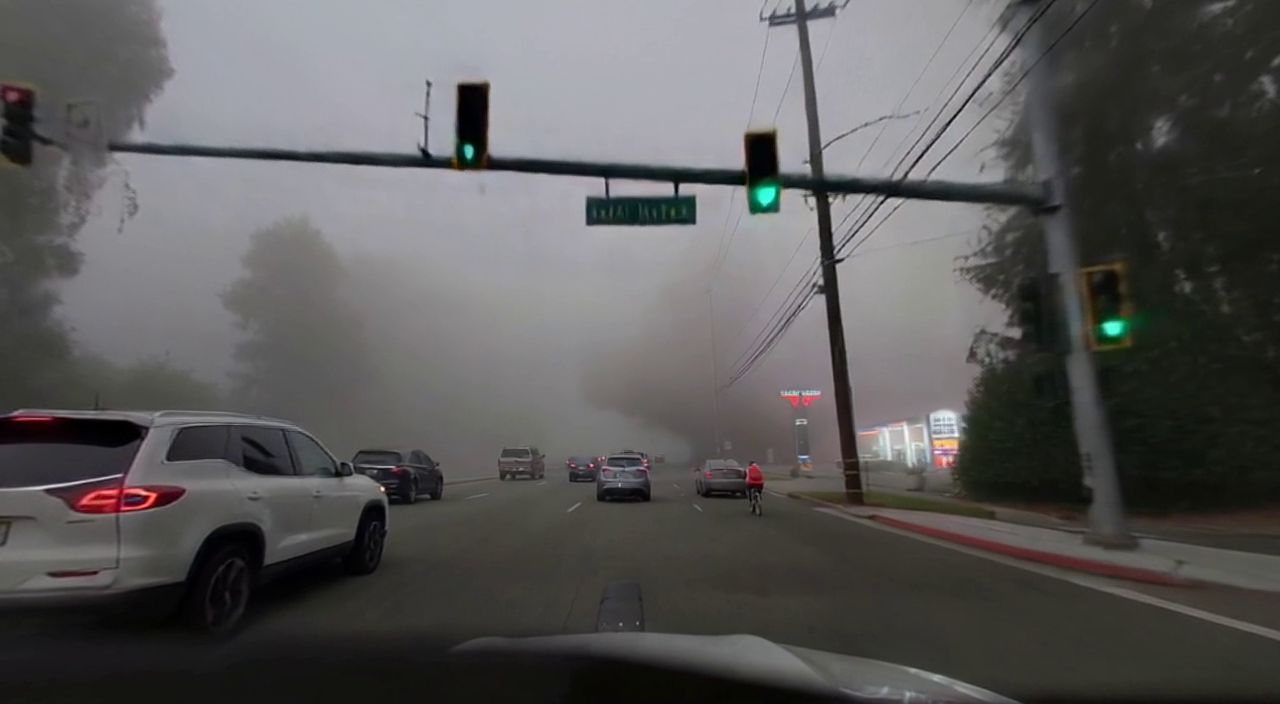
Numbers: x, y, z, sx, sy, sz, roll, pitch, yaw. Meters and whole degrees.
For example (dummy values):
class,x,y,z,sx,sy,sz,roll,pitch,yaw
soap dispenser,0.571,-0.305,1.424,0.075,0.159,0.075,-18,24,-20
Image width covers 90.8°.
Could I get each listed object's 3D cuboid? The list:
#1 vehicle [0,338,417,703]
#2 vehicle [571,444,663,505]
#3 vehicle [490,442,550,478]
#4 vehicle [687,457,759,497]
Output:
class,x,y,z,sx,sy,sz,roll,pitch,yaw
vehicle,-3.449,1.100,4.668,1.922,1.642,4.547,0,-9,0
vehicle,-0.538,3.274,17.322,2.189,1.437,4.135,0,-9,0
vehicle,-6.762,6.153,36.277,2.385,1.918,5.056,0,-9,1
vehicle,3.030,4.700,24.078,2.065,1.302,4.416,0,-9,-1
